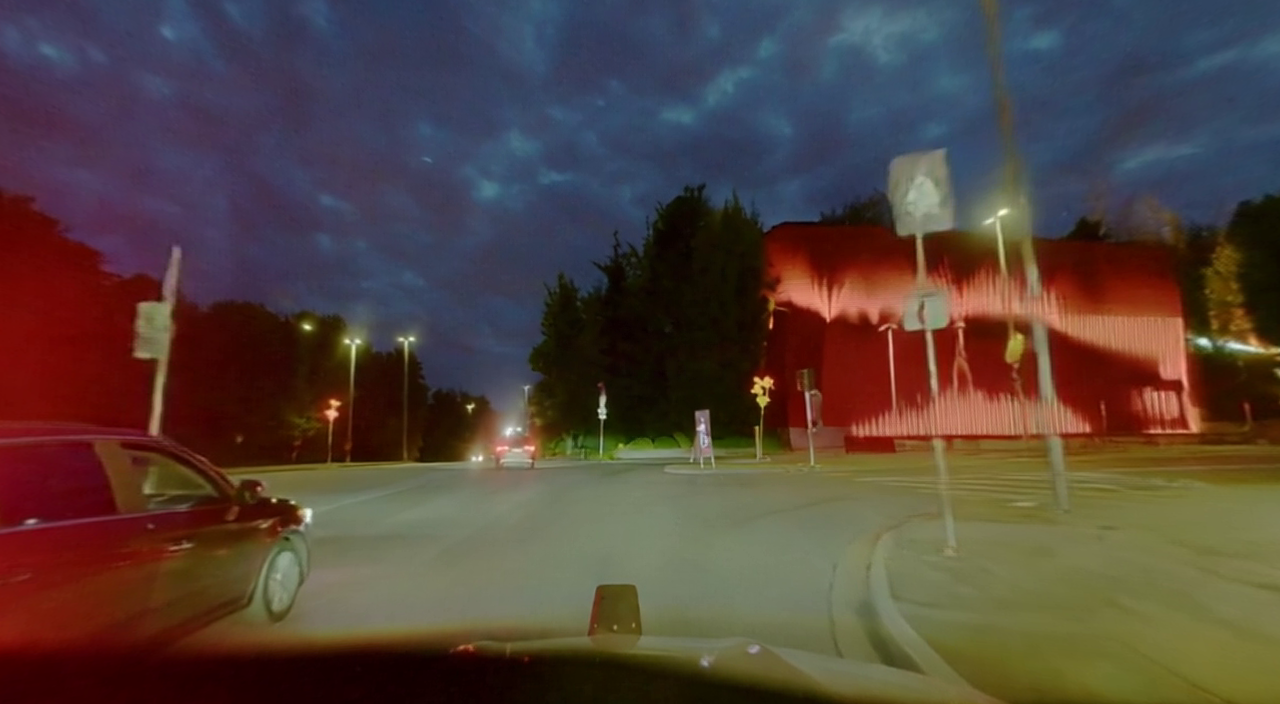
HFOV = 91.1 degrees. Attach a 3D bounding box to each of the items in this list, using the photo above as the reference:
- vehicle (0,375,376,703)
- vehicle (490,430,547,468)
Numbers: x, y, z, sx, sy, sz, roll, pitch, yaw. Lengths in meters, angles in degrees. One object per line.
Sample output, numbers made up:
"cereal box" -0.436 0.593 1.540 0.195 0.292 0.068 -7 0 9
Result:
"vehicle" -3.143 0.954 3.128 1.853 1.478 4.381 0 -7 -1
"vehicle" -4.953 3.973 26.095 1.962 1.424 4.289 1 -8 -6
